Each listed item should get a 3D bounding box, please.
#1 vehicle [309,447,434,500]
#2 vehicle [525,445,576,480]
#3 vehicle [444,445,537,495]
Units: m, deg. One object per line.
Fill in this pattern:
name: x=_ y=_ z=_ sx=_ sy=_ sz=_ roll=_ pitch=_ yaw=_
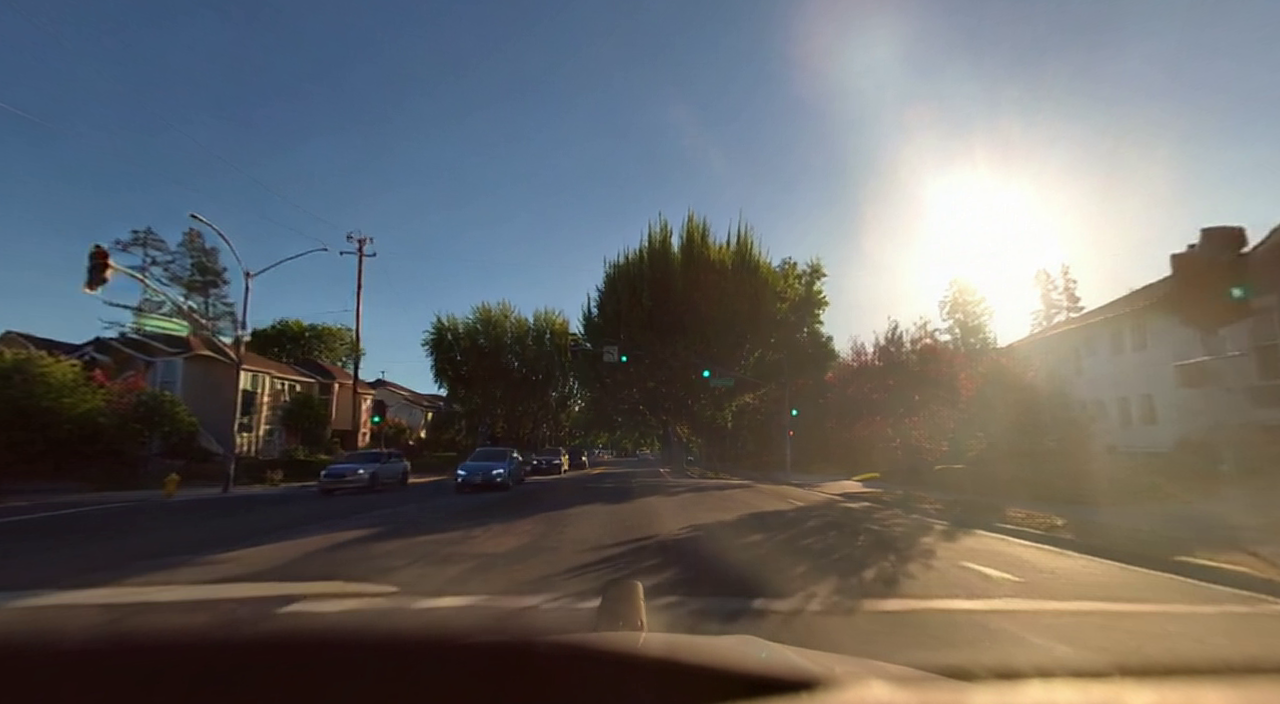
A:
vehicle: x=-8.391 y=3.800 z=20.262 sx=1.985 sy=1.475 sz=4.383 roll=0 pitch=-8 yaw=1
vehicle: x=-4.544 y=5.668 z=32.710 sx=1.999 sy=1.652 sz=3.962 roll=0 pitch=-8 yaw=1
vehicle: x=-4.744 y=3.783 z=20.748 sx=2.003 sy=1.462 sz=4.220 roll=0 pitch=-8 yaw=0
